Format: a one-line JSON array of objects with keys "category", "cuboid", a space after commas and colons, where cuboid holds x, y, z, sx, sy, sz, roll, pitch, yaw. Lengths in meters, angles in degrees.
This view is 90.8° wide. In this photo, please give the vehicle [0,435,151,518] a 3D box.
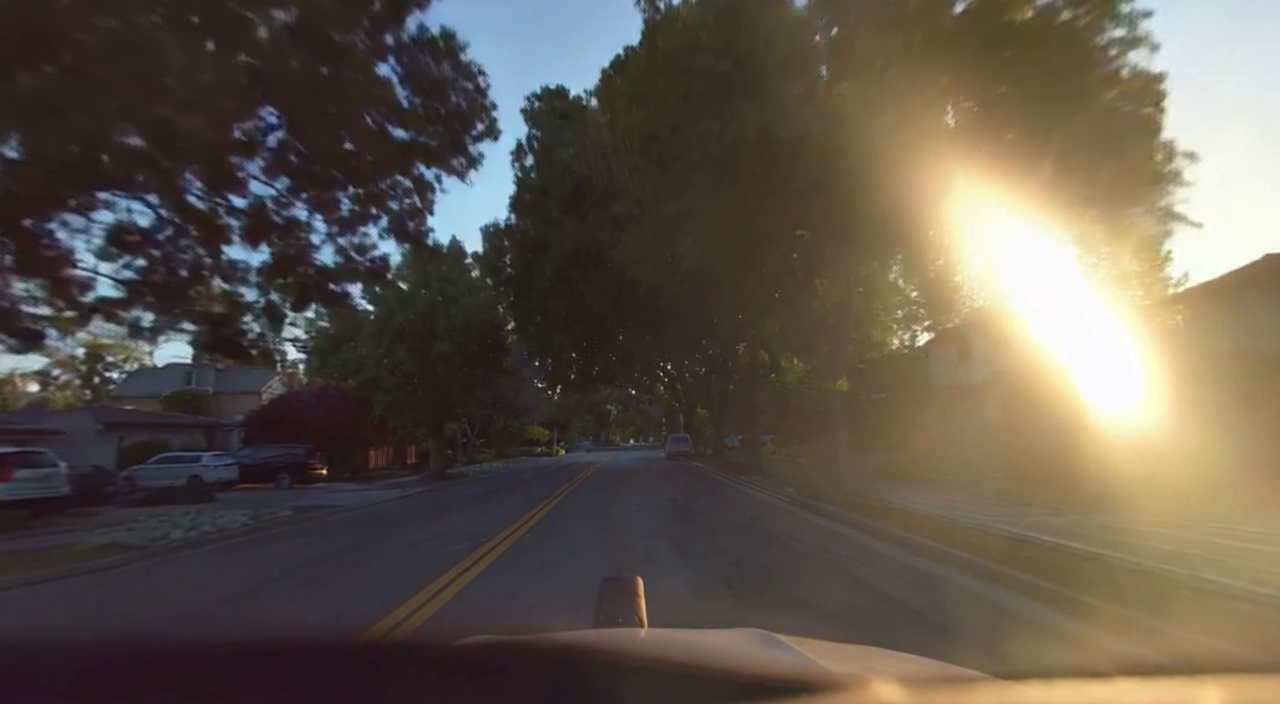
[{"category": "vehicle", "cuboid": [-14.980, 2.917, 15.001, 2.066, 1.852, 4.782, -6, -10, 33]}]

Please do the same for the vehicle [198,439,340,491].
[{"category": "vehicle", "cuboid": [-14.381, 4.320, 24.435, 5.275, 1.807, 2.279, -5, -9, 29]}]

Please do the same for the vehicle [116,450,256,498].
[{"category": "vehicle", "cuboid": [-15.528, 4.094, 21.601, 4.273, 1.459, 2.000, -4, -9, 26]}]

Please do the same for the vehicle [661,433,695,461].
[{"category": "vehicle", "cuboid": [2.669, 6.746, 45.083, 2.125, 1.861, 4.564, 0, -8, 0]}]
